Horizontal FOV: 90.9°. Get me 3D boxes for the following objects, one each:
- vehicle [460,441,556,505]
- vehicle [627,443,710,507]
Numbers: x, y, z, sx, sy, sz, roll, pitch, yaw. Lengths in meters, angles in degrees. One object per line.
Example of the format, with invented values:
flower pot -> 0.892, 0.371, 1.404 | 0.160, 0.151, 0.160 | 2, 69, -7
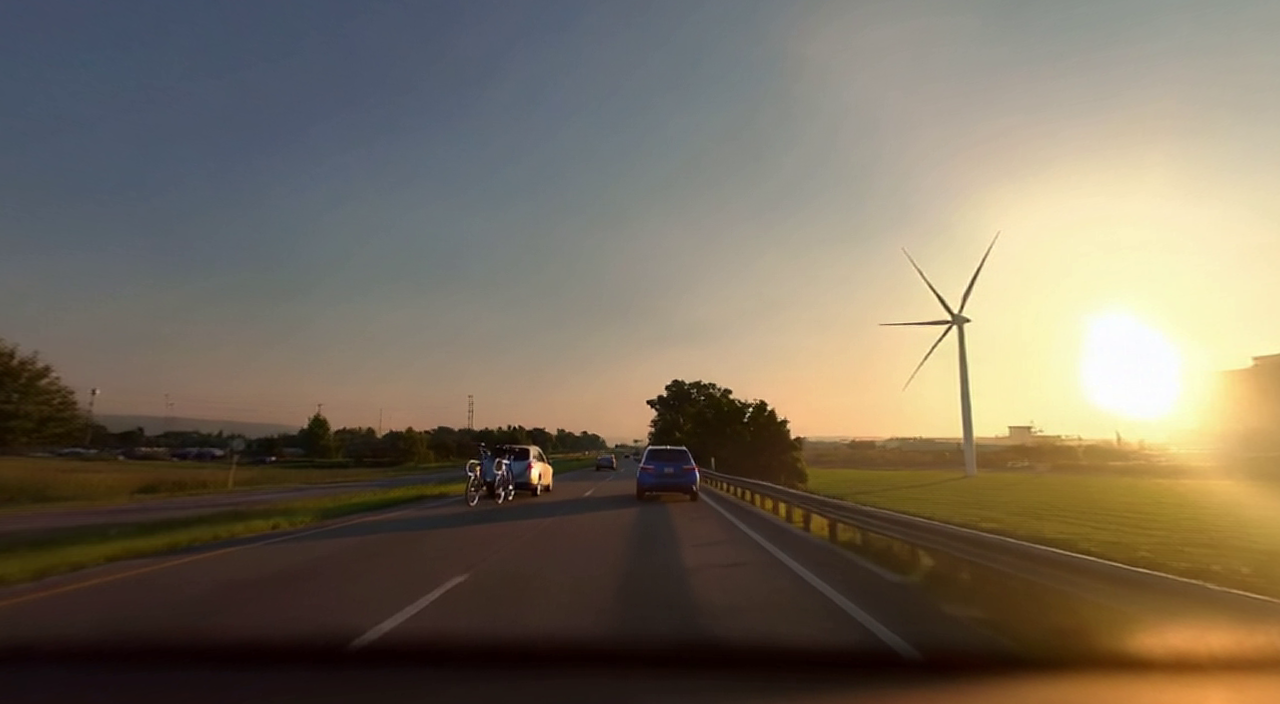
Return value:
vehicle -> -3.845, 3.583, 19.071 | 1.962, 1.681, 4.033 | 0, -9, 1
vehicle -> 0.705, 3.421, 17.891 | 2.063, 1.582, 3.955 | 0, -9, 0
